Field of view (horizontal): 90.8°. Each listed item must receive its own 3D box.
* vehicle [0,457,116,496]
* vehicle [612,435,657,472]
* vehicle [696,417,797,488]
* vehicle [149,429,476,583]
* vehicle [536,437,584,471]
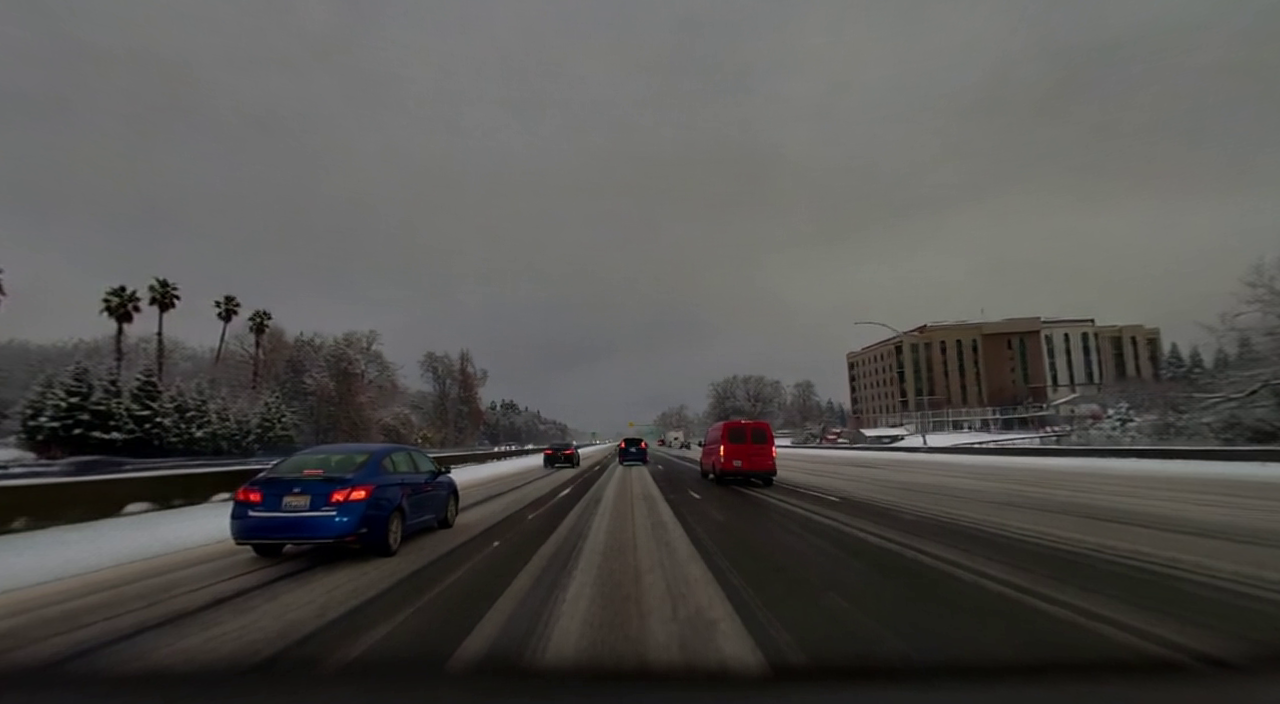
[{"bbox_3d":[-25.310,5.301,27.229,1.806,1.471,4.273,0,-9,0],"label":"vehicle"},{"bbox_3d":[-0.285,5.375,33.560,2.212,1.786,4.198,0,-9,-1],"label":"vehicle"},{"bbox_3d":[3.419,3.408,21.583,2.250,2.074,5.723,0,-9,-2],"label":"vehicle"},{"bbox_3d":[-3.757,1.829,8.380,1.991,1.469,4.381,0,-9,0],"label":"vehicle"},{"bbox_3d":[-4.459,5.767,35.891,2.109,1.793,4.613,0,-9,0],"label":"vehicle"}]
